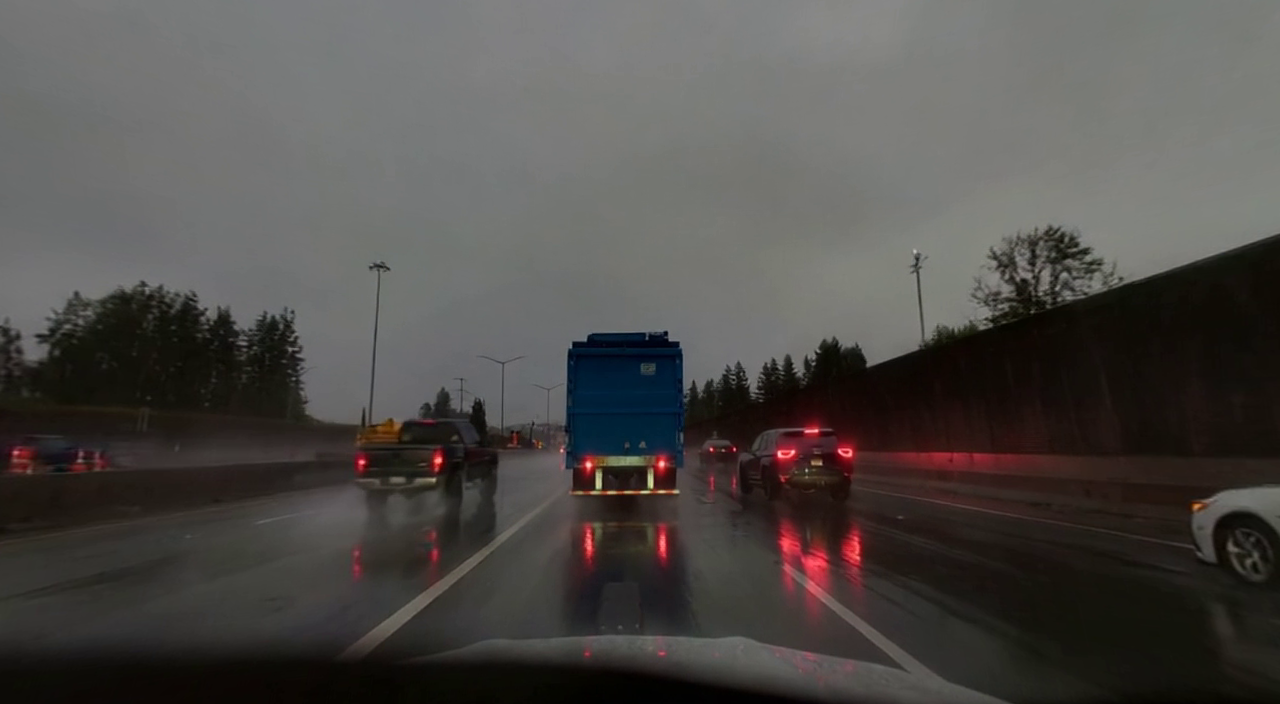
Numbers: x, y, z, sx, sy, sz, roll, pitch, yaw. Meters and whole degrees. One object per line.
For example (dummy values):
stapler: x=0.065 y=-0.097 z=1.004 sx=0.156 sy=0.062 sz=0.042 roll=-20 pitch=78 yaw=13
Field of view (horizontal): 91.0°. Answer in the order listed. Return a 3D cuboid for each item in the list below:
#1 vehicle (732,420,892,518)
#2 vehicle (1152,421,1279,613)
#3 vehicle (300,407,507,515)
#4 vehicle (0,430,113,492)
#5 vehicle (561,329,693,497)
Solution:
vehicle: x=3.387 y=2.410 z=13.387 sx=2.103 sy=1.713 sz=4.173 roll=1 pitch=-9 yaw=-2
vehicle: x=6.724 y=1.256 z=4.283 sx=2.070 sy=1.632 sz=4.774 roll=2 pitch=-9 yaw=-8
vehicle: x=-5.005 y=2.465 z=14.667 sx=2.421 sy=1.965 sz=5.980 roll=0 pitch=-9 yaw=1
vehicle: x=-21.331 y=3.734 z=22.014 sx=4.632 sy=1.852 sz=2.033 roll=0 pitch=-8 yaw=16
vehicle: x=-0.475 y=2.170 z=19.862 sx=3.067 sy=3.940 sz=10.154 roll=1 pitch=-9 yaw=-2
